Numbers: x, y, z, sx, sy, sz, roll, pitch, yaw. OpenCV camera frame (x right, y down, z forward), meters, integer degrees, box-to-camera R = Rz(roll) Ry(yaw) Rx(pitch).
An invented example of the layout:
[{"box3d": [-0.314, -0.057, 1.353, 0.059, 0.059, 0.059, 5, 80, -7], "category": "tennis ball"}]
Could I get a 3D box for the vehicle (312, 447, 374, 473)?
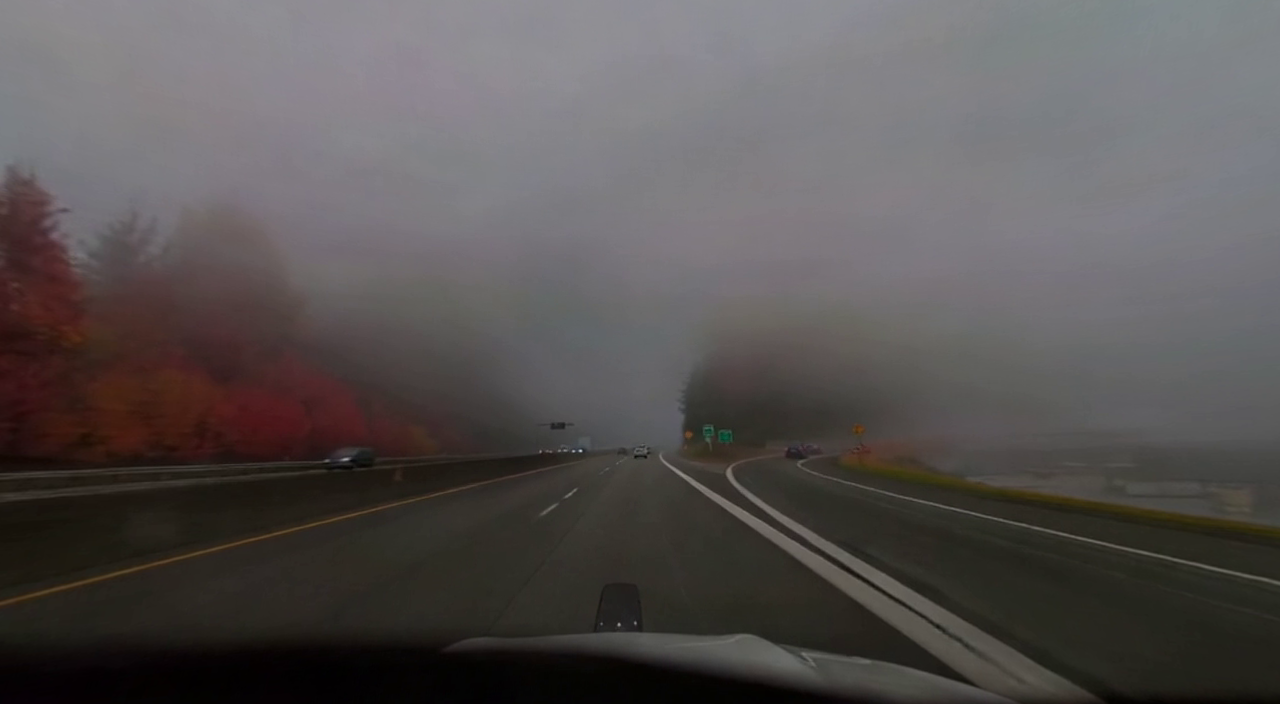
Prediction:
[{"box3d": [-20.395, 7.419, 43.244, 1.929, 1.652, 4.478, -1, -9, 2], "category": "vehicle"}]
